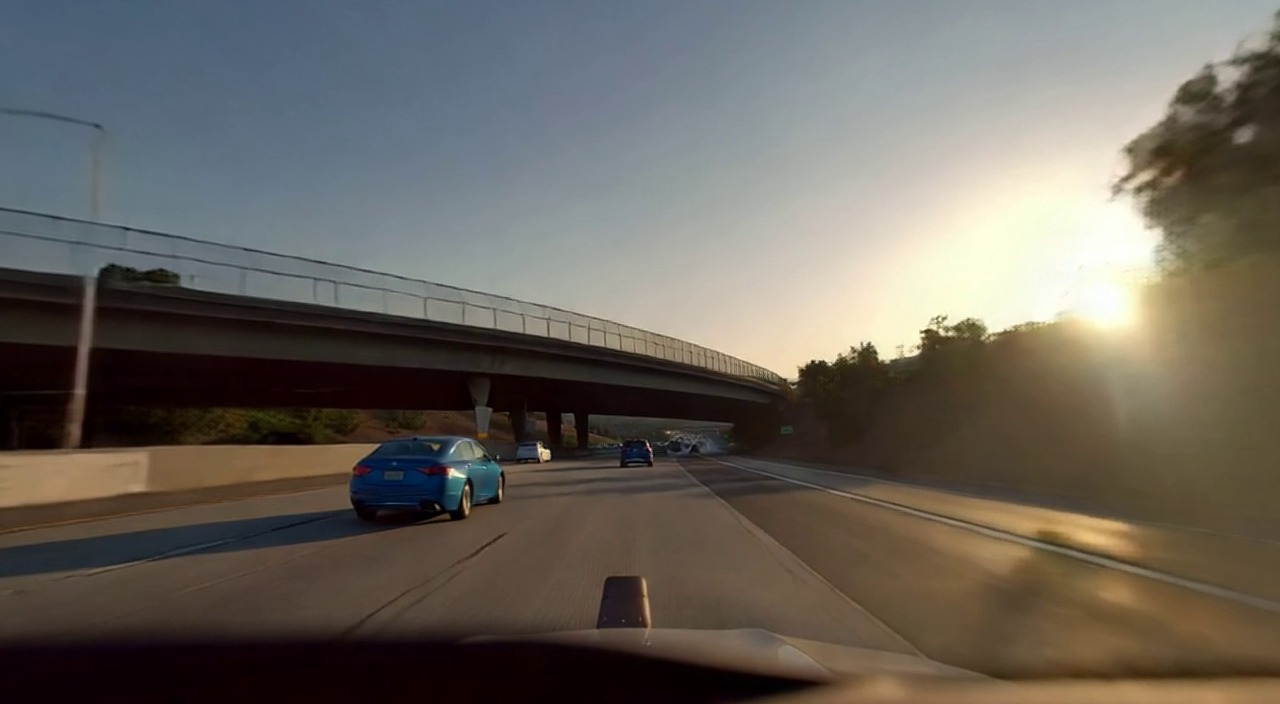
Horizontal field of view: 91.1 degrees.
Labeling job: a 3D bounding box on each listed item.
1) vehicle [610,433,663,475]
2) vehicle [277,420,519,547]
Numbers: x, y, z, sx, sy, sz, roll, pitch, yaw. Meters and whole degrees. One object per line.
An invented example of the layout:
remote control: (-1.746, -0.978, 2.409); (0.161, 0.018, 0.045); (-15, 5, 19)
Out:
vehicle: (-0.109, 4.475, 27.765); (2.155, 1.690, 4.318); (0, -8, 1)
vehicle: (-3.548, 2.025, 10.389); (2.124, 1.607, 4.531); (0, -8, 1)
